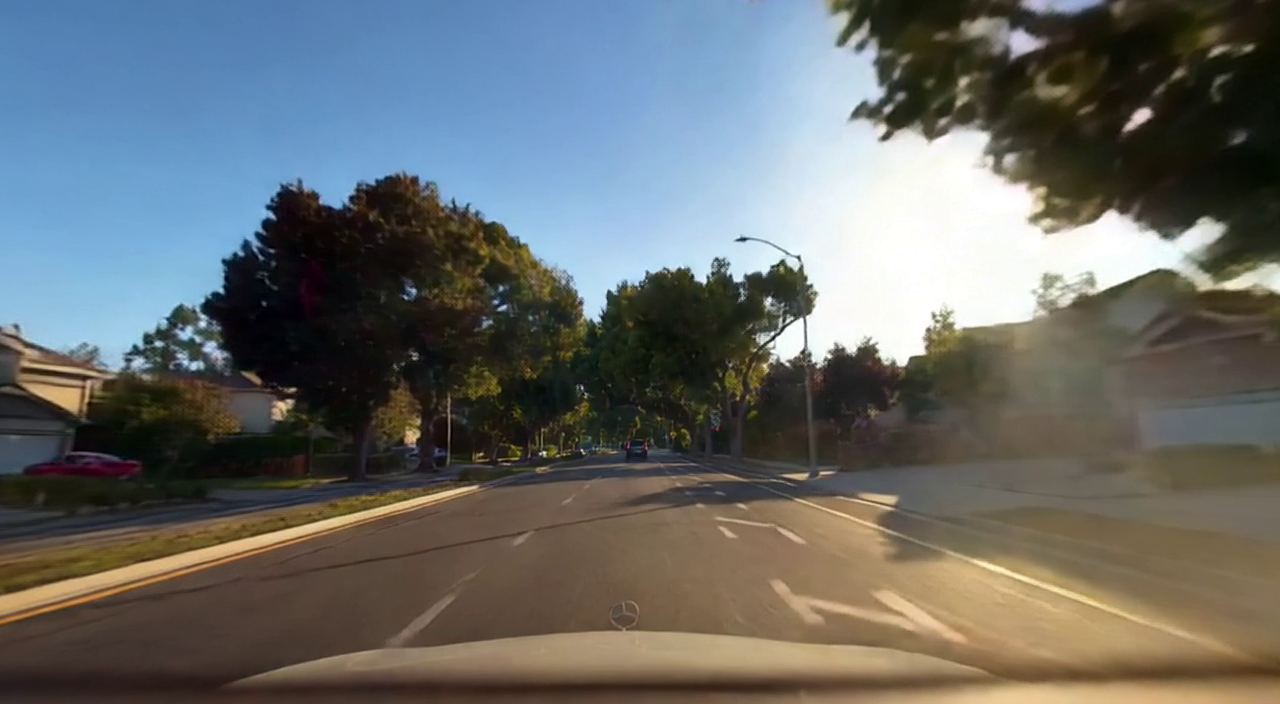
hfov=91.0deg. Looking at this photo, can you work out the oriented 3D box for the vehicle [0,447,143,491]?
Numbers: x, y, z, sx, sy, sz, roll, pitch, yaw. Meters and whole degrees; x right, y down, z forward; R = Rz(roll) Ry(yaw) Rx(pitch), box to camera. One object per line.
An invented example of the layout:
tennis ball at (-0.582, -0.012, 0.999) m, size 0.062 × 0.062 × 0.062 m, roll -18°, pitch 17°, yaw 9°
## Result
vehicle at (-24.820, 5.044, 27.309) m, size 4.605 × 1.682 × 2.105 m, roll -1°, pitch -8°, yaw -2°
